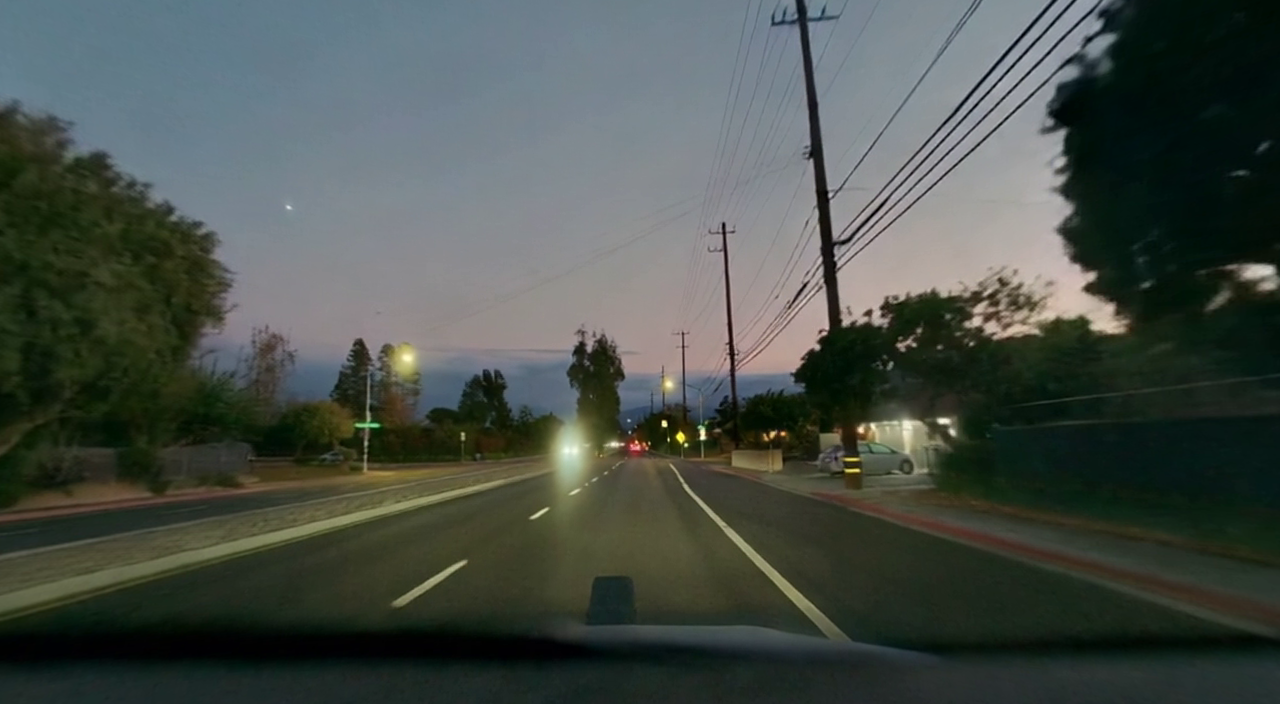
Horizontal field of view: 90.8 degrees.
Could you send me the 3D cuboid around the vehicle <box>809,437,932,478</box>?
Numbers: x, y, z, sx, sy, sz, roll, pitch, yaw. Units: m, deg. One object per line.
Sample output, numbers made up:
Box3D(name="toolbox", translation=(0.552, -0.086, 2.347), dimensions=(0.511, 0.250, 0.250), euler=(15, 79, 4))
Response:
Box3D(name="vehicle", translation=(9.701, 4.468, 26.830), dimensions=(4.387, 1.680, 1.958), euler=(1, -9, -3))
